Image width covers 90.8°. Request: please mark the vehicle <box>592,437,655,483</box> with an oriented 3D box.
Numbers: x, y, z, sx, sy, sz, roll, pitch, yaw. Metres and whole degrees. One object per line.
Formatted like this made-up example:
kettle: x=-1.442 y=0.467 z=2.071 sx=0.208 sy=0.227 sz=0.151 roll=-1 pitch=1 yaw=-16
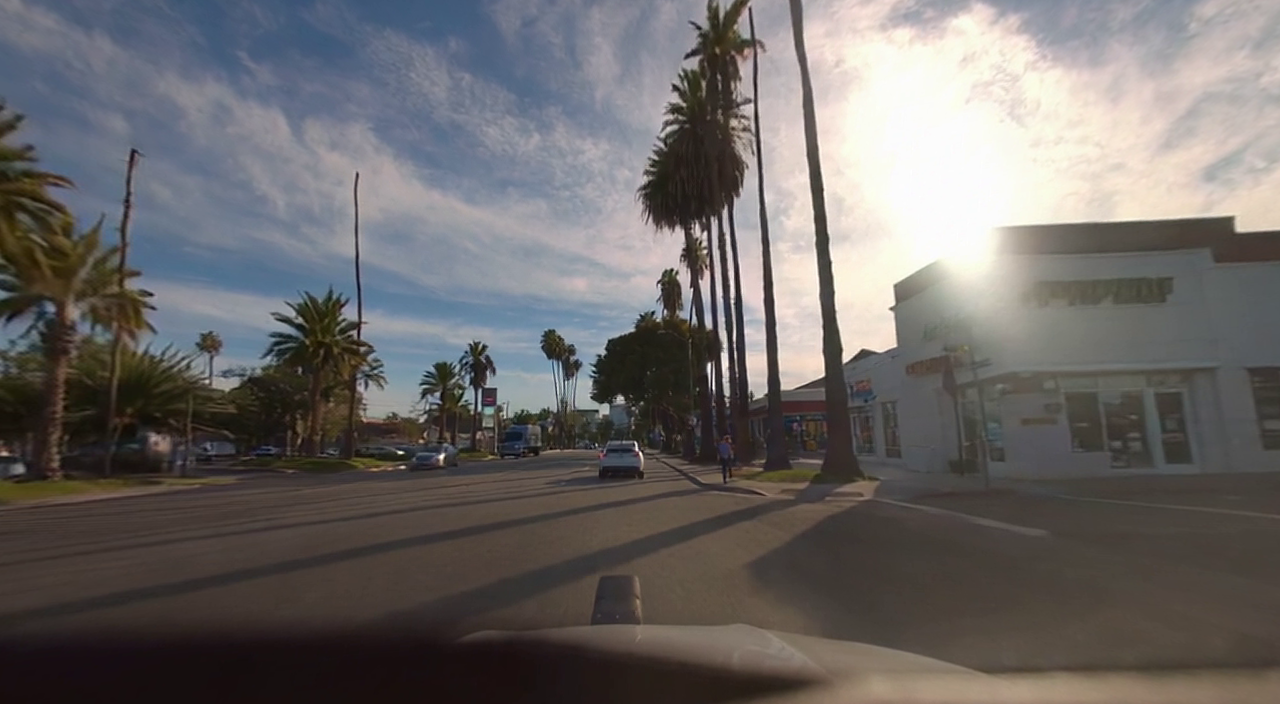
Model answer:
vehicle: x=-0.578 y=3.826 z=22.786 sx=2.076 sy=1.486 sz=4.119 roll=0 pitch=-8 yaw=-1
